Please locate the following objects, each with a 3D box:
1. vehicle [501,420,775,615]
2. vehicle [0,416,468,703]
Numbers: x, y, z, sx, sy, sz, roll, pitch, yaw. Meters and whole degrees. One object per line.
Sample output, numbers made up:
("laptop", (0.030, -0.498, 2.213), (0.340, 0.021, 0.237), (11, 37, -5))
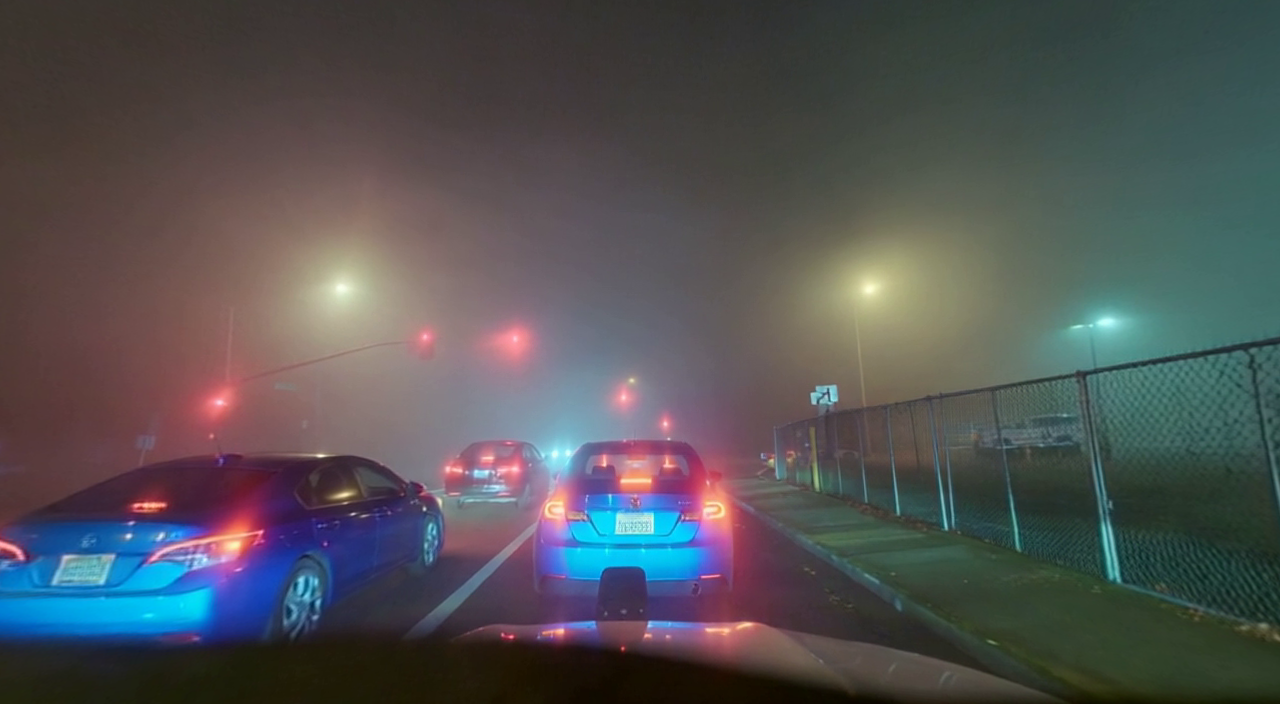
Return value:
("vehicle", (-0.014, 1.605, 7.025), (2.144, 1.514, 4.063), (0, -9, 0))
("vehicle", (-3.197, 1.422, 5.522), (1.971, 1.488, 4.581), (0, -9, 1))
